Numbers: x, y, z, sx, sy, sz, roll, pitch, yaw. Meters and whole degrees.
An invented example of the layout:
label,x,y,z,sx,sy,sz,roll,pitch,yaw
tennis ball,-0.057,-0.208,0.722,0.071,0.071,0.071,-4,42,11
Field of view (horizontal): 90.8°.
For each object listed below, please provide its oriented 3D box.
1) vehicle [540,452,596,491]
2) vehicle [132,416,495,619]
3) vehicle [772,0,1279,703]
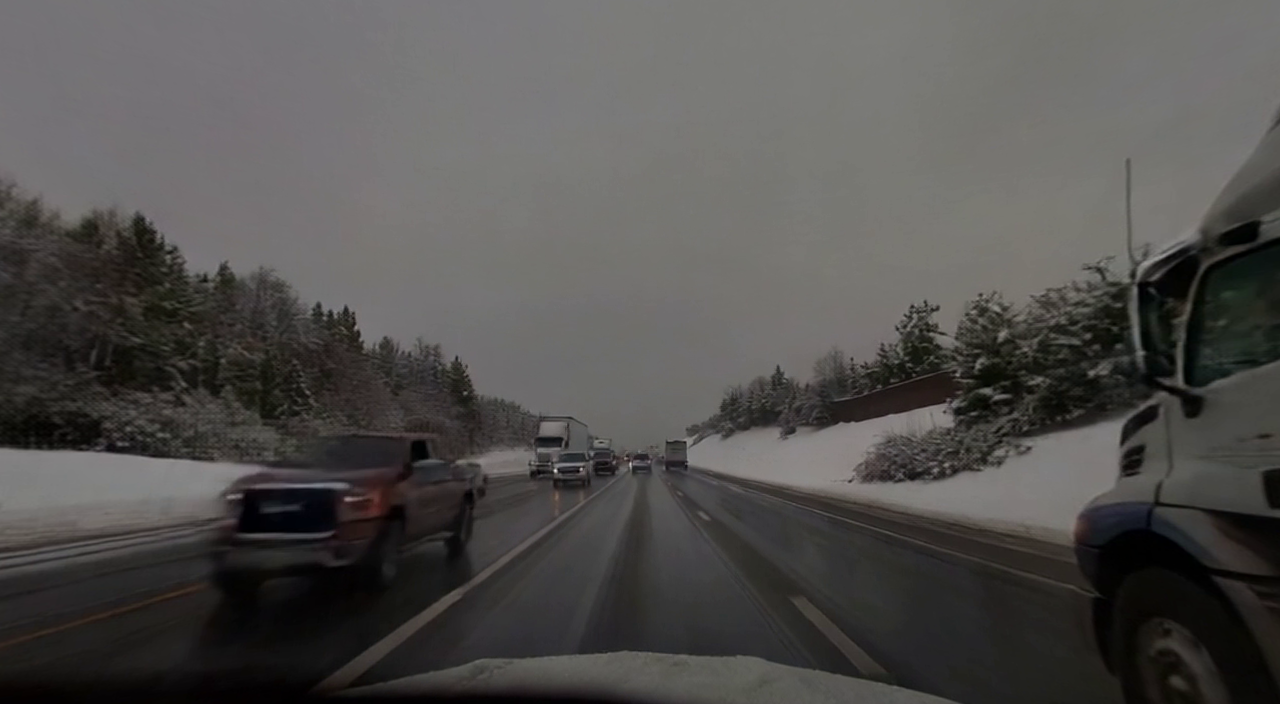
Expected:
label,x,y,z,sx,sy,sz,roll,pitch,yaw
vehicle,-3.158,5.283,28.295,2.005,1.598,3.684,0,-9,1
vehicle,-3.212,1.709,7.409,2.008,1.671,4.126,0,-9,0
vehicle,3.231,0.251,5.121,2.959,3.973,5.928,0,-9,0
